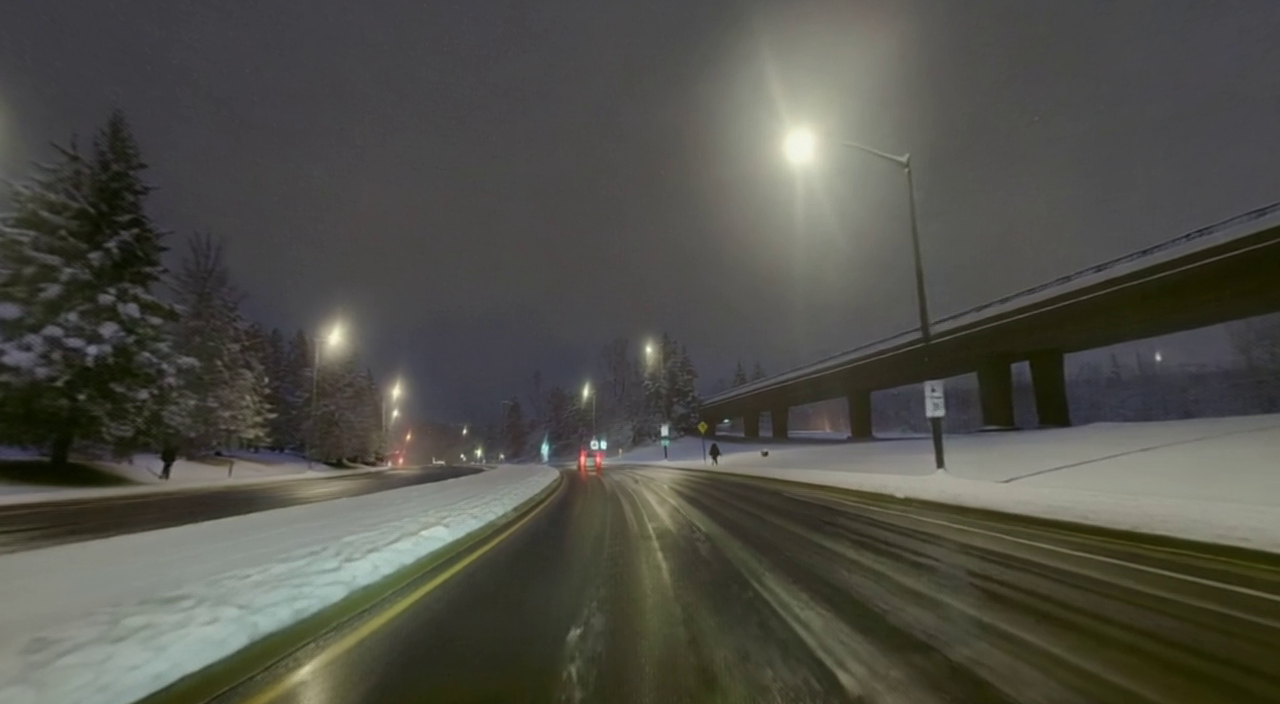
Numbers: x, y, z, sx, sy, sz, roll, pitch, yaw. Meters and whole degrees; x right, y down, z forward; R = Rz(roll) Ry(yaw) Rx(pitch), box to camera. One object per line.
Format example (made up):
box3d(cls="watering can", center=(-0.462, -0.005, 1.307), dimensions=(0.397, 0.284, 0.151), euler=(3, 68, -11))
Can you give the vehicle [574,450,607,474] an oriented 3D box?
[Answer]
box3d(cls="vehicle", center=(-3.901, 8.532, 49.368), dimensions=(2.184, 1.713, 4.231), euler=(1, -9, -9))
